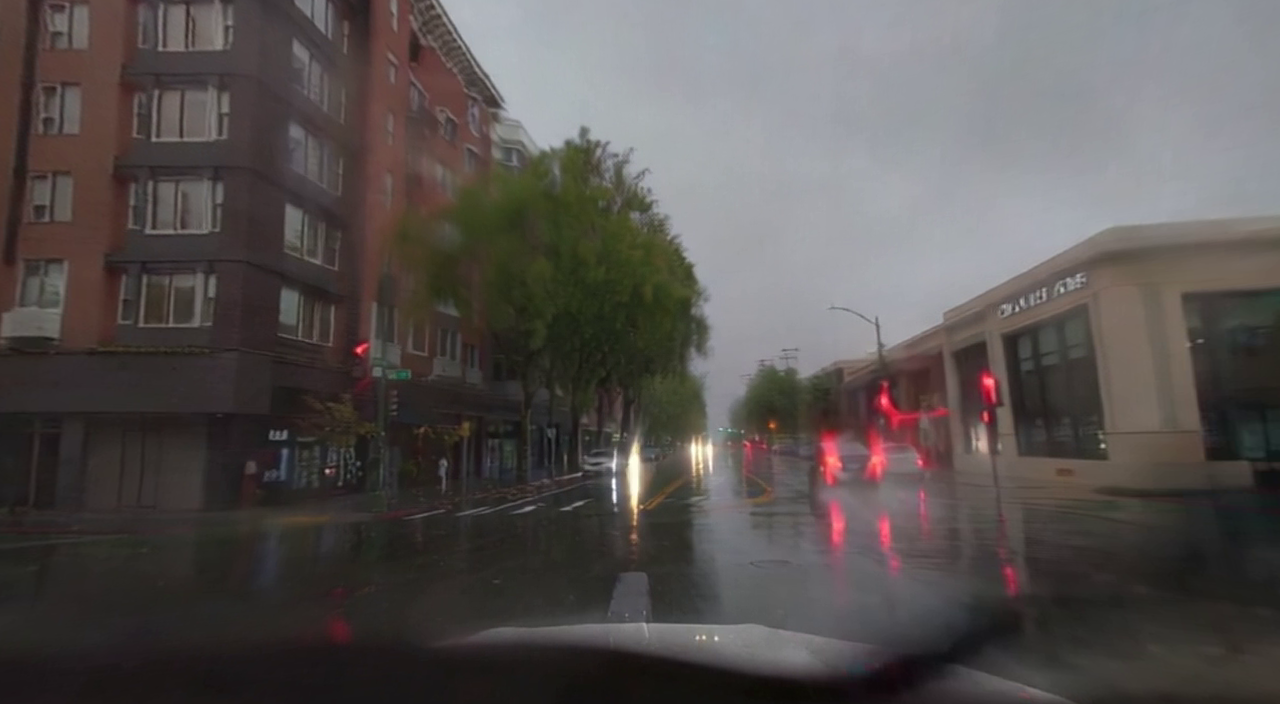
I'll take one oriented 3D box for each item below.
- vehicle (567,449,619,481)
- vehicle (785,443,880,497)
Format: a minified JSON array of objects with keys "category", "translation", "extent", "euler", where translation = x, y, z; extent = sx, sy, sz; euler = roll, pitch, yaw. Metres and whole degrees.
[{"category":"vehicle","translation":[-2.505,6.176,34.883],"extent":[2.127,1.533,4.547],"euler":[-1,-8,5]},{"category":"vehicle","translation":[5.788,3.570,19.500],"extent":[2.014,1.474,4.090],"euler":[-1,-8,6]}]
